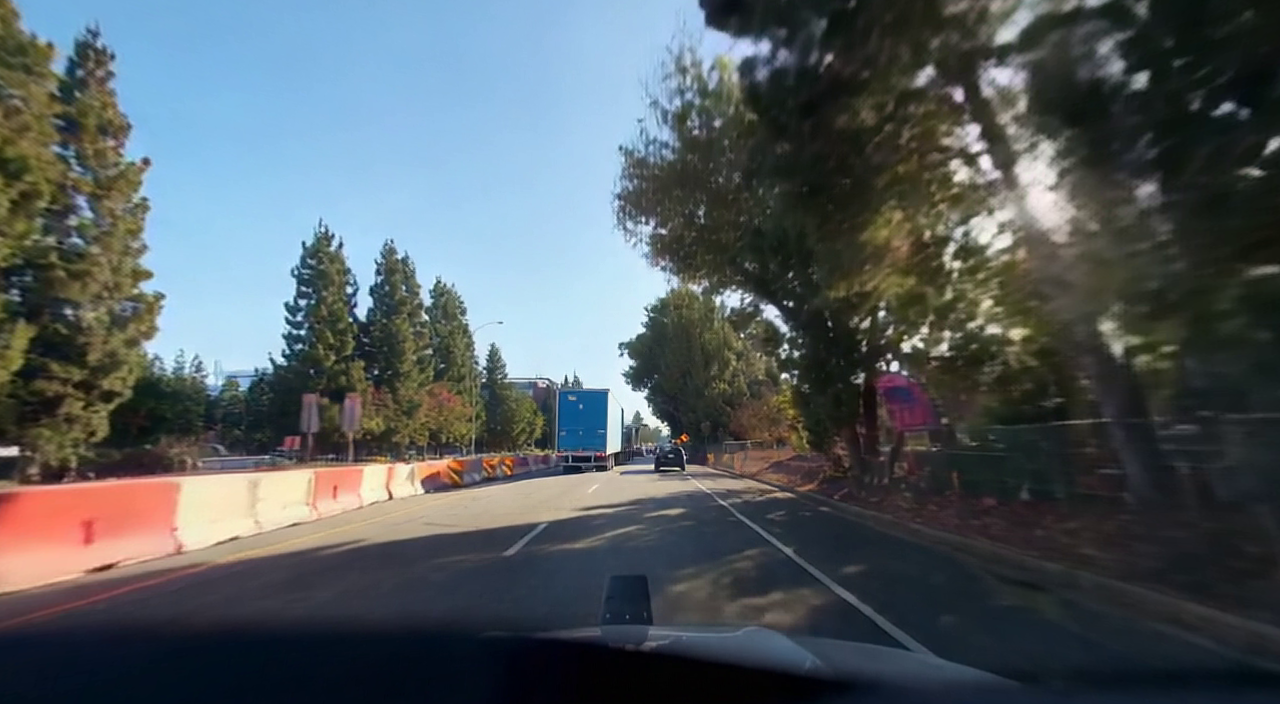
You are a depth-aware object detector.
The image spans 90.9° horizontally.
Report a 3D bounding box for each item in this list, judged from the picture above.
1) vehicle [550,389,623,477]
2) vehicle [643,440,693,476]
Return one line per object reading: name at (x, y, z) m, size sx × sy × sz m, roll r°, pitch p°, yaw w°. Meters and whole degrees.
vehicle at (-2.729, 4.922, 37.495) m, size 2.906 × 4.115 × 15.715 m, roll 0°, pitch -8°, yaw 0°
vehicle at (1.343, 5.342, 31.986) m, size 2.304 × 1.675 × 4.462 m, roll 0°, pitch -8°, yaw 0°
